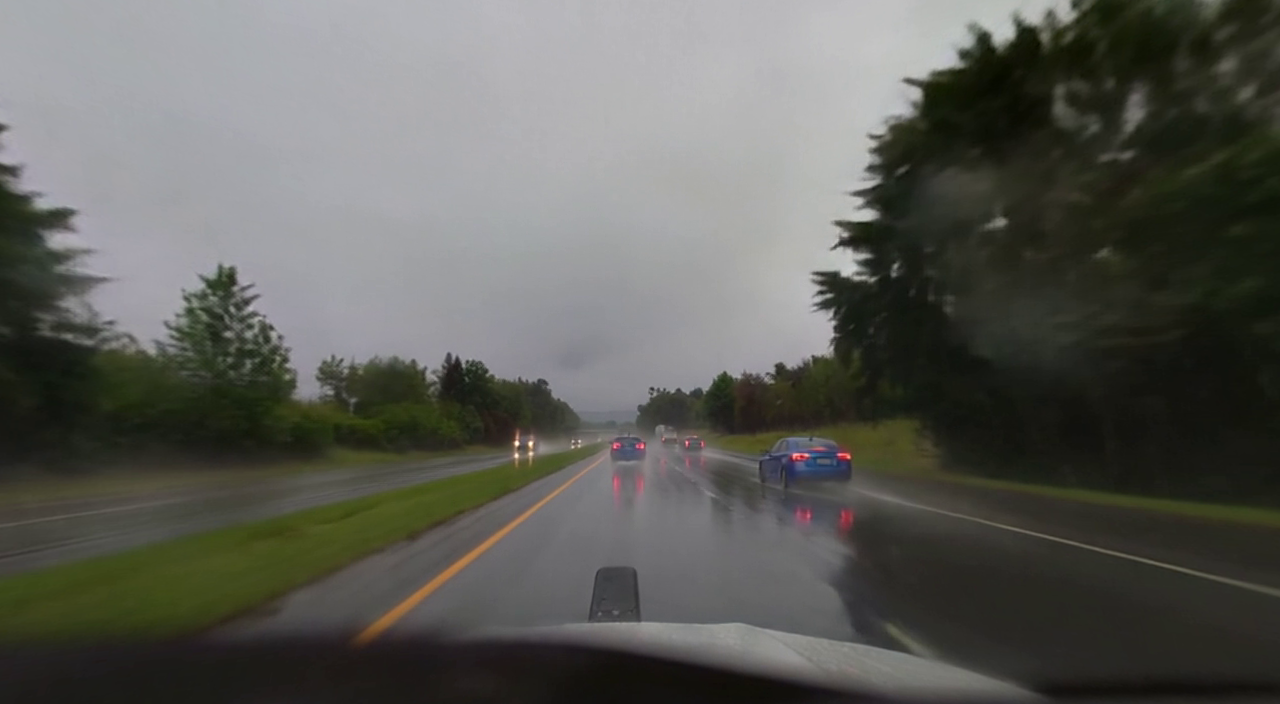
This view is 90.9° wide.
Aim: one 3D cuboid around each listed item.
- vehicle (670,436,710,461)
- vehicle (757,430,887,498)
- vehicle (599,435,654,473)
[{"bbox_3d":[3.097,6.060,39.916,2.004,1.469,4.472,0,-8,-2],"label":"vehicle"},{"bbox_3d":[4.531,2.822,16.439,2.066,1.526,4.216,0,-8,-1],"label":"vehicle"},{"bbox_3d":[-0.575,4.223,26.520,2.143,1.466,3.693,0,-8,-1],"label":"vehicle"}]
